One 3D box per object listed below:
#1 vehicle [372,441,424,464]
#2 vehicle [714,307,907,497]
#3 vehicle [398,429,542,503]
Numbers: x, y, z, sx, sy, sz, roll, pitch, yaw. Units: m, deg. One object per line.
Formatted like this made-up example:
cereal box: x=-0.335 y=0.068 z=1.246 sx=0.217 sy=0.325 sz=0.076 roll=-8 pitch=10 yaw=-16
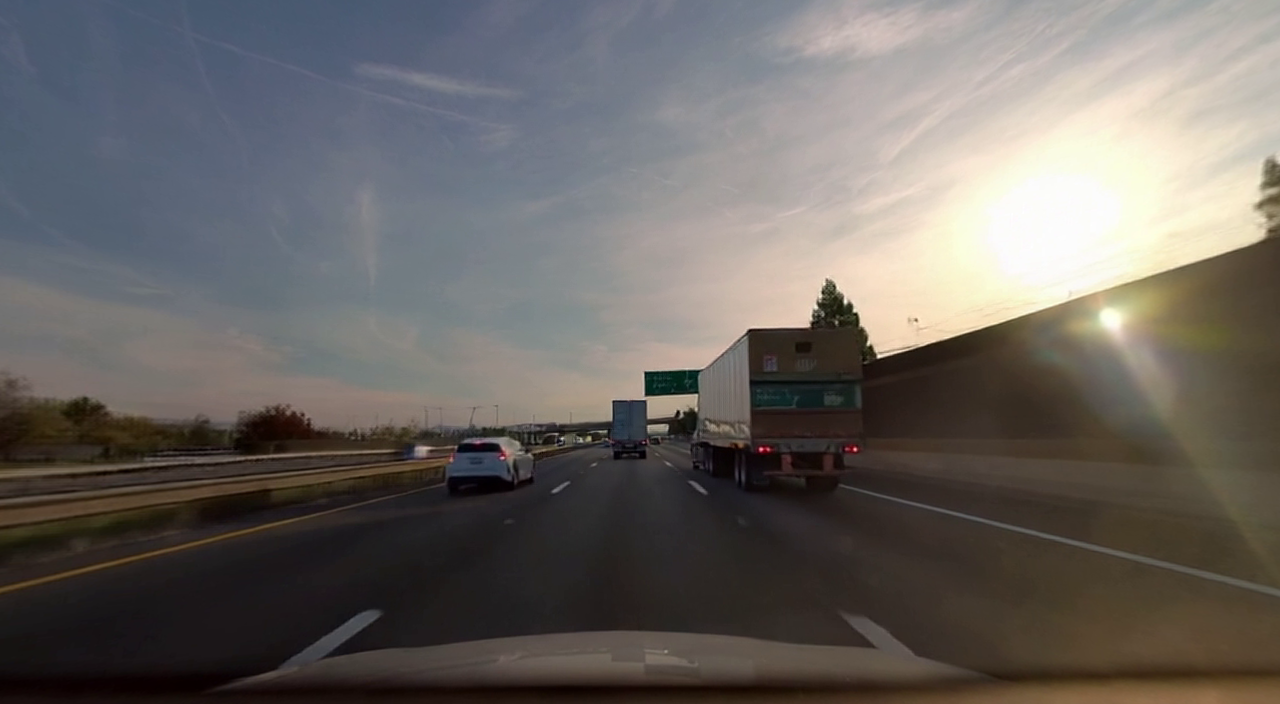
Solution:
vehicle: x=-16.534 y=6.868 z=43.276 sx=1.807 sy=1.474 sz=4.551 roll=0 pitch=-8 yaw=0
vehicle: x=4.040 y=1.567 z=17.422 sx=2.873 sy=3.998 sz=8.286 roll=0 pitch=-8 yaw=-1
vehicle: x=-4.013 y=2.766 z=15.998 sx=2.208 sy=1.542 sz=5.138 roll=0 pitch=-8 yaw=0
